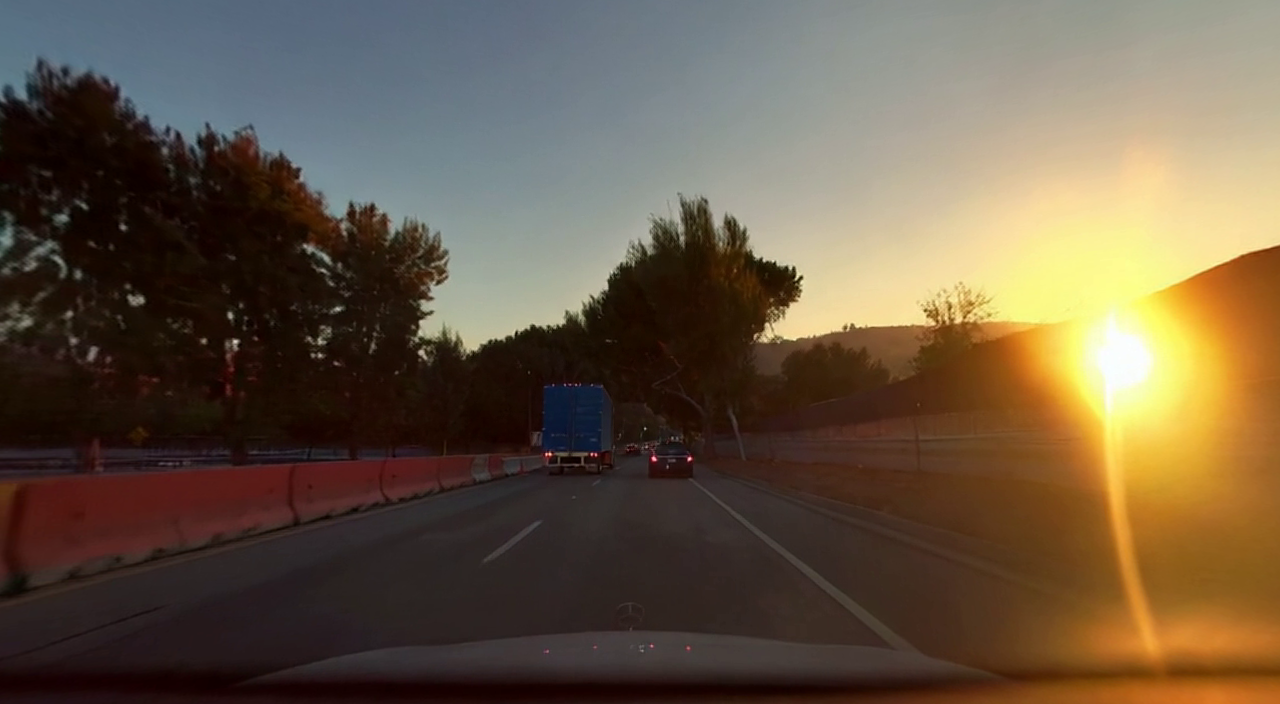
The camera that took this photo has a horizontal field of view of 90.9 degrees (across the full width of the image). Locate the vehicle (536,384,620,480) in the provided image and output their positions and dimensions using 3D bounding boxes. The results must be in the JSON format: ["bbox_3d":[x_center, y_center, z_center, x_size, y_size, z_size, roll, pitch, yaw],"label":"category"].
[{"bbox_3d":[-2.881,4.552,34.926,2.906,4.115,15.715,0,-8,1],"label":"vehicle"}]

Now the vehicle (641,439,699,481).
[{"bbox_3d":[1.210,4.642,27.391,2.304,1.675,4.462,0,-8,0],"label":"vehicle"}]
